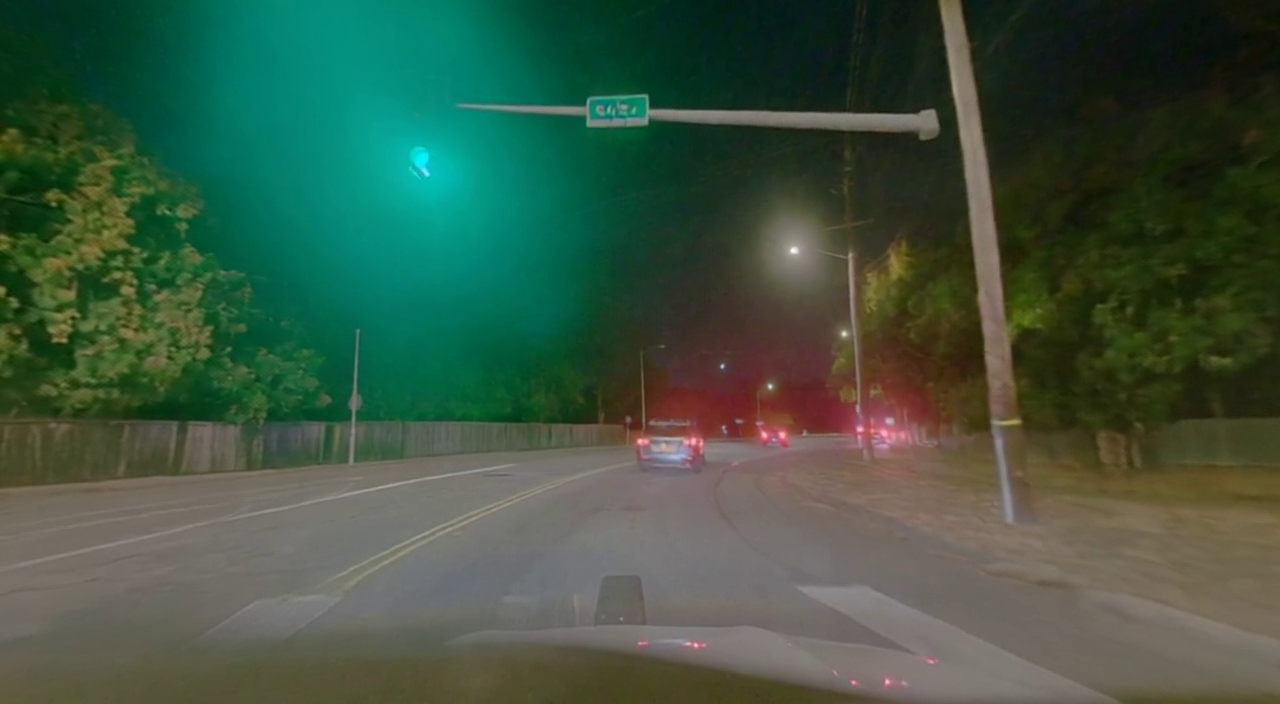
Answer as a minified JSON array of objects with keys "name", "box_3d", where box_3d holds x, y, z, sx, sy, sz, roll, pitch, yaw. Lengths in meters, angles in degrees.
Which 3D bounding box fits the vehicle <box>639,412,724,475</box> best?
[{"name":"vehicle","box_3d":[1.504,2.983,20.916,2.230,1.827,4.580,-1,-8,11]}]
